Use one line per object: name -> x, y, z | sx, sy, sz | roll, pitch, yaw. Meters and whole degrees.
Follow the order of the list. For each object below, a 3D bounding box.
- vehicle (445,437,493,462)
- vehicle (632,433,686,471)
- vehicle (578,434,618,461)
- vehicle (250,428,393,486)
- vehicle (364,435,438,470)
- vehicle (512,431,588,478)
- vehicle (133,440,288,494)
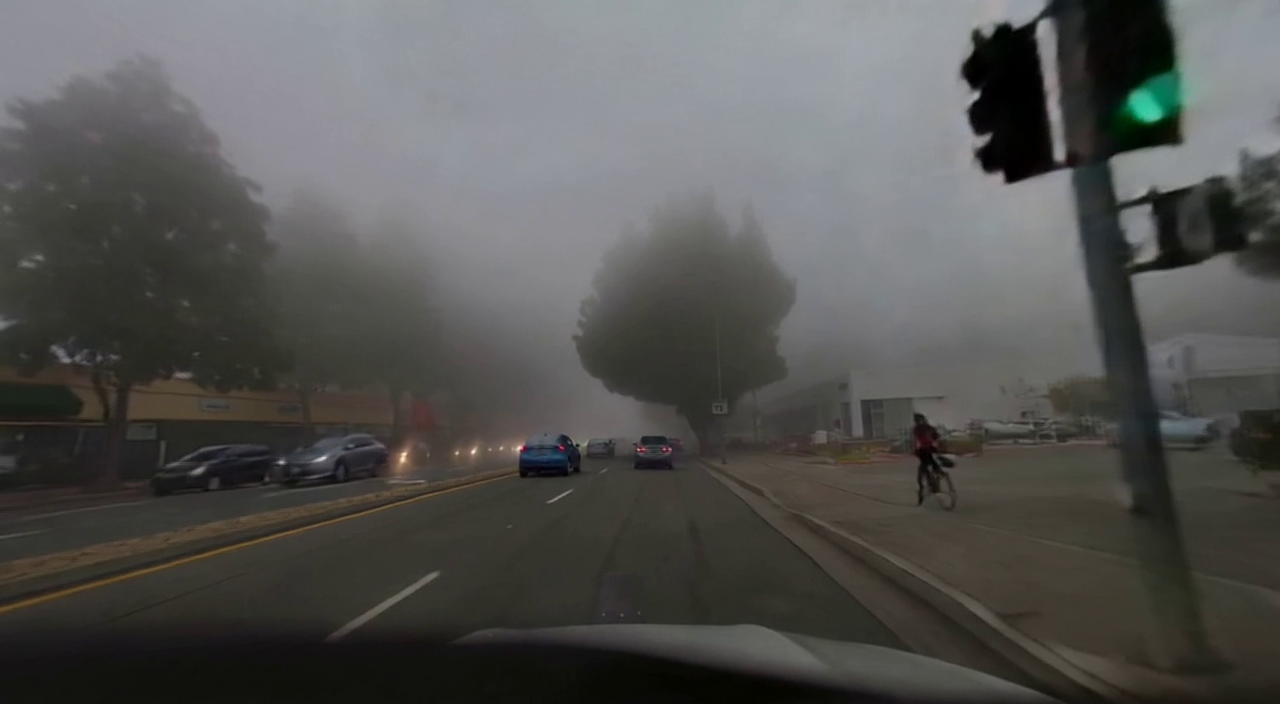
vehicle -> -11.955, 6.829, 44.420 | 1.936, 1.656, 4.284 | -1, -8, 3
vehicle -> 0.723, 4.196, 26.639 | 2.085, 1.475, 3.976 | 0, -8, -1
vehicle -> -2.464, 5.685, 37.757 | 1.887, 1.517, 4.254 | -1, -8, 3
vehicle -> -10.362, 3.461, 21.075 | 2.175, 1.684, 4.475 | -1, -8, 4
vehicle -> -13.208, 5.581, 35.267 | 2.050, 1.786, 4.633 | -1, -8, 4
vehicle -> -3.067, 3.595, 22.286 | 1.921, 1.477, 4.083 | -1, -8, 2
vehicle -> -13.876, 3.701, 20.791 | 1.864, 1.560, 4.317 | -1, -8, 4
